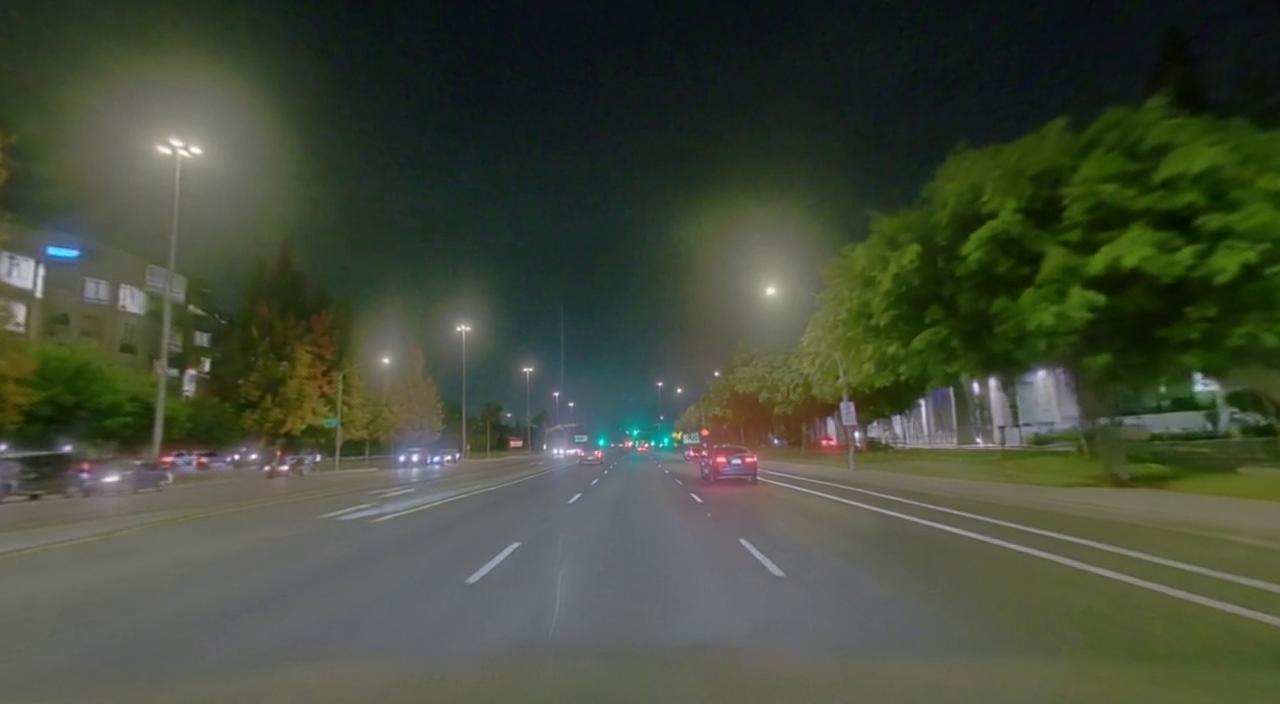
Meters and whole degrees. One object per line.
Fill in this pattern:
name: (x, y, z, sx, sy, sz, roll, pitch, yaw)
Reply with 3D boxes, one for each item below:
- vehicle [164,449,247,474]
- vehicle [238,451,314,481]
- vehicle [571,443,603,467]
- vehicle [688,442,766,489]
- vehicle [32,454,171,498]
vehicle: (-30.583, 7.709, 44.559, 4.278, 1.625, 1.974, 0, -9, -1)
vehicle: (-22.456, 7.023, 39.201, 1.926, 1.681, 4.601, -1, -9, 1)
vehicle: (-3.741, 7.384, 45.390, 1.935, 1.617, 4.045, 0, -9, 0)
vehicle: (2.890, 3.880, 21.984, 1.966, 1.449, 4.290, 0, -9, -2)
vehicle: (-22.601, 5.177, 26.804, 1.818, 1.588, 4.708, 0, -9, -1)
